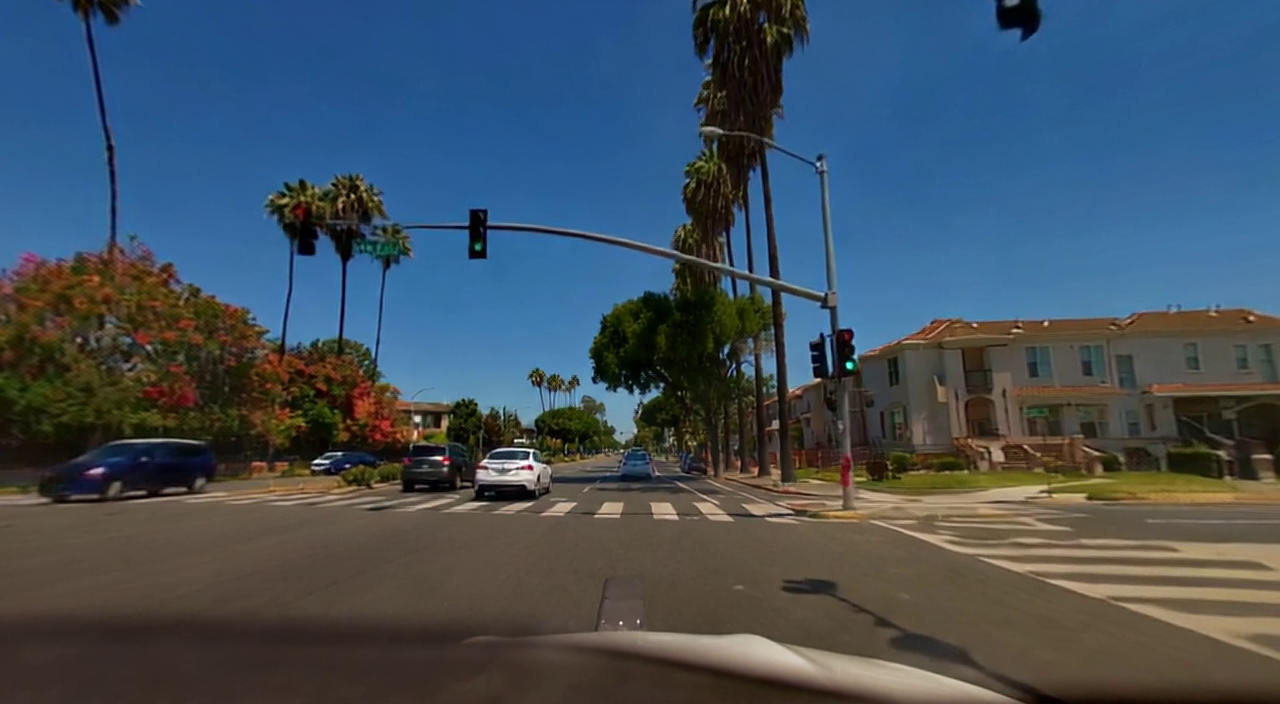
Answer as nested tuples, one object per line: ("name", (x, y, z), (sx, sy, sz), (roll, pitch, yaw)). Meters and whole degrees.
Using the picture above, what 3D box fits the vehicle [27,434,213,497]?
("vehicle", (-17.779, 3.906, 22.007), (2.021, 1.917, 5.144), (0, -9, 0))

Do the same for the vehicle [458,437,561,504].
("vehicle", (-3.856, 3.626, 19.571), (2.116, 1.806, 4.516), (0, -9, 1))

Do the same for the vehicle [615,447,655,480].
("vehicle", (-0.324, 6.690, 38.007), (2.280, 1.803, 4.240), (0, -9, -1))

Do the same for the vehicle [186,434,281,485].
("vehicle", (-26.109, 6.930, 40.752), (2.512, 2.978, 5.172), (1, -9, 0))

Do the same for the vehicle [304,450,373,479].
("vehicle", (-18.449, 6.882, 38.774), (2.064, 1.670, 4.242), (0, -9, 0))

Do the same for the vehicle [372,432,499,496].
("vehicle", (-7.249, 4.106, 23.353), (2.457, 2.010, 6.330), (0, -9, 1))
